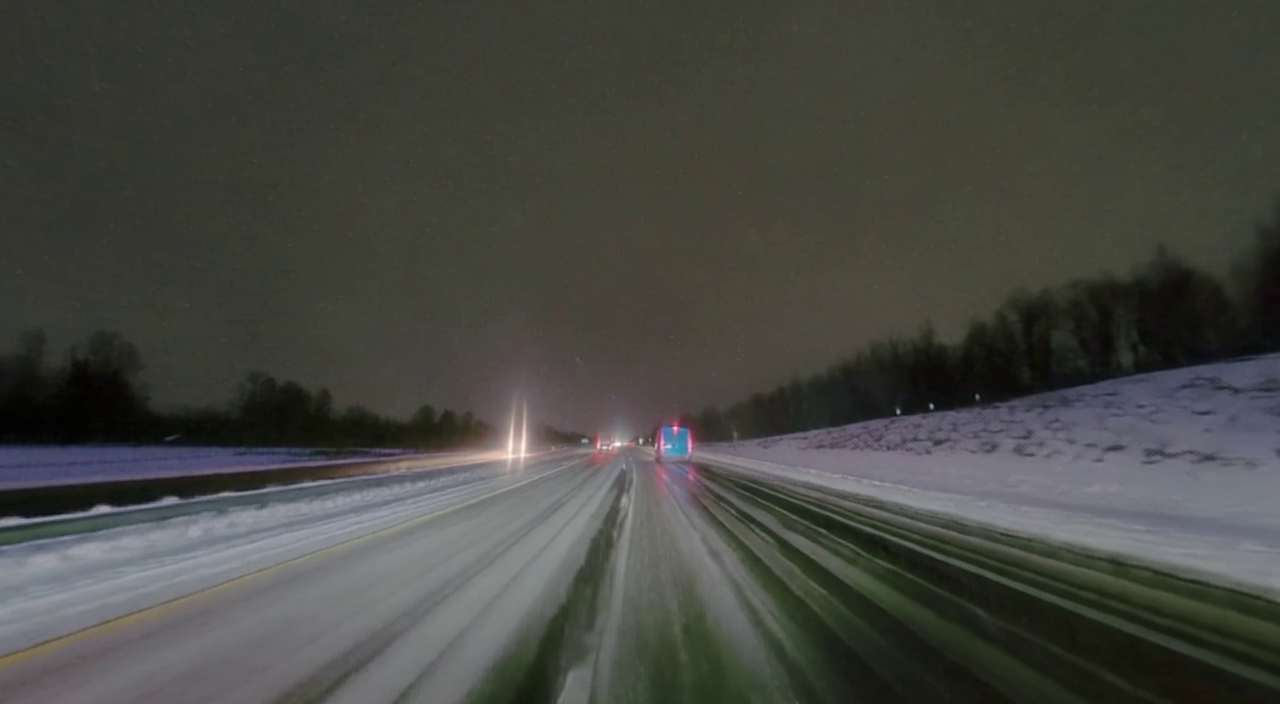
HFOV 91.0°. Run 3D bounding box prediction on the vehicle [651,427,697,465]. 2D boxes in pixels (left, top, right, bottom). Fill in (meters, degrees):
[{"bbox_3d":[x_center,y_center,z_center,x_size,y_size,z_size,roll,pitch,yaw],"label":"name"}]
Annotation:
[{"bbox_3d":[1.939,5.587,37.479,2.269,2.048,4.679,0,-8,-2],"label":"vehicle"}]
